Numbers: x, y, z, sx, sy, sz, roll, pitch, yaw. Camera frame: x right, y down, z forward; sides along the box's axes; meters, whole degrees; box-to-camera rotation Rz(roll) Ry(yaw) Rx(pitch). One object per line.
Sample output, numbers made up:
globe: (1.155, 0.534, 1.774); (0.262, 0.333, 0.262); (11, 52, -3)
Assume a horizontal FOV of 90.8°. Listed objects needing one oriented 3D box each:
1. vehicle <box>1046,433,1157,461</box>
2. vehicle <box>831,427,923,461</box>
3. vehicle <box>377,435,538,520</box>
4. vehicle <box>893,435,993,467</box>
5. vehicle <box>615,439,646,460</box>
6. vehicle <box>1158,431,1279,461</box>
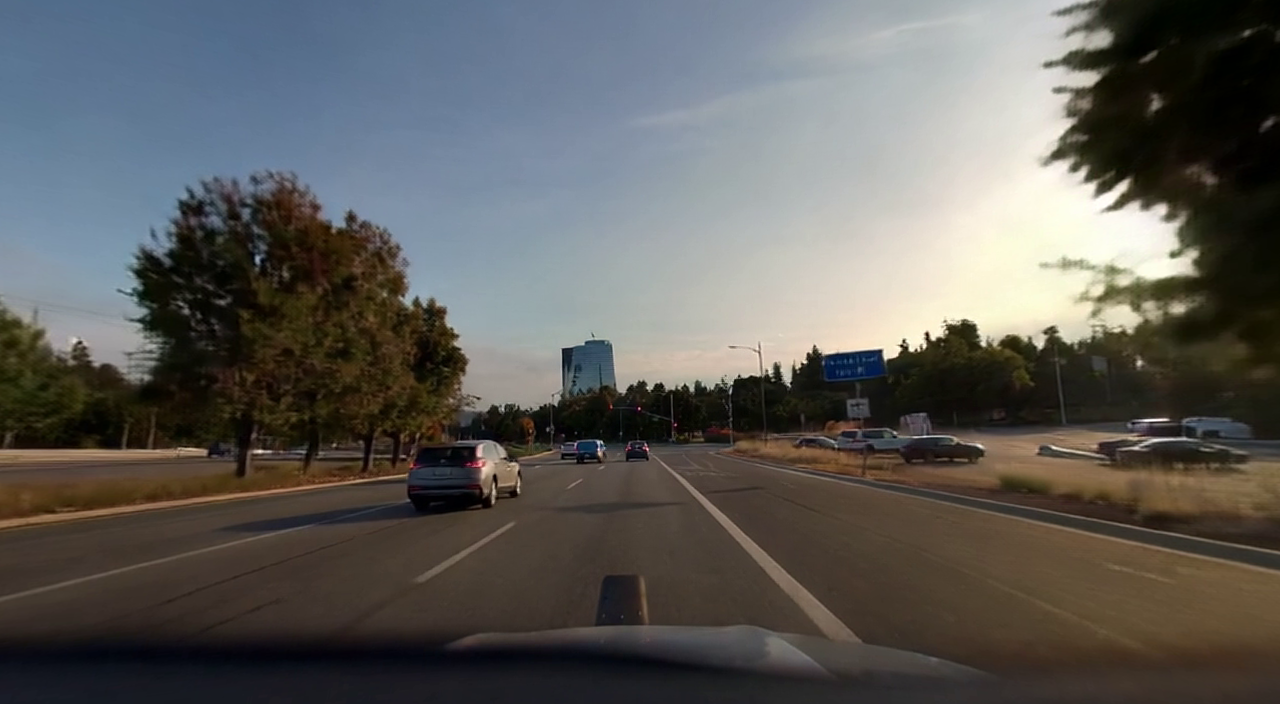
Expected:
vehicle: (25.179, 5.217, 34.681); (4.528, 1.450, 1.889); (-4, -9, 26)
vehicle: (14.951, 5.803, 39.810); (5.394, 1.994, 2.228); (4, -9, -26)
vehicle: (-3.627, 2.564, 13.542); (1.920, 1.480, 4.549); (0, -8, 2)
vehicle: (14.939, 4.851, 31.093); (4.505, 1.472, 2.020); (4, -9, -26)
vehicle: (-0.663, 7.290, 47.216); (2.231, 1.481, 4.489); (0, -8, 1)
vehicle: (29.700, 4.784, 32.235); (4.650, 1.445, 1.982); (-5, -10, 28)
